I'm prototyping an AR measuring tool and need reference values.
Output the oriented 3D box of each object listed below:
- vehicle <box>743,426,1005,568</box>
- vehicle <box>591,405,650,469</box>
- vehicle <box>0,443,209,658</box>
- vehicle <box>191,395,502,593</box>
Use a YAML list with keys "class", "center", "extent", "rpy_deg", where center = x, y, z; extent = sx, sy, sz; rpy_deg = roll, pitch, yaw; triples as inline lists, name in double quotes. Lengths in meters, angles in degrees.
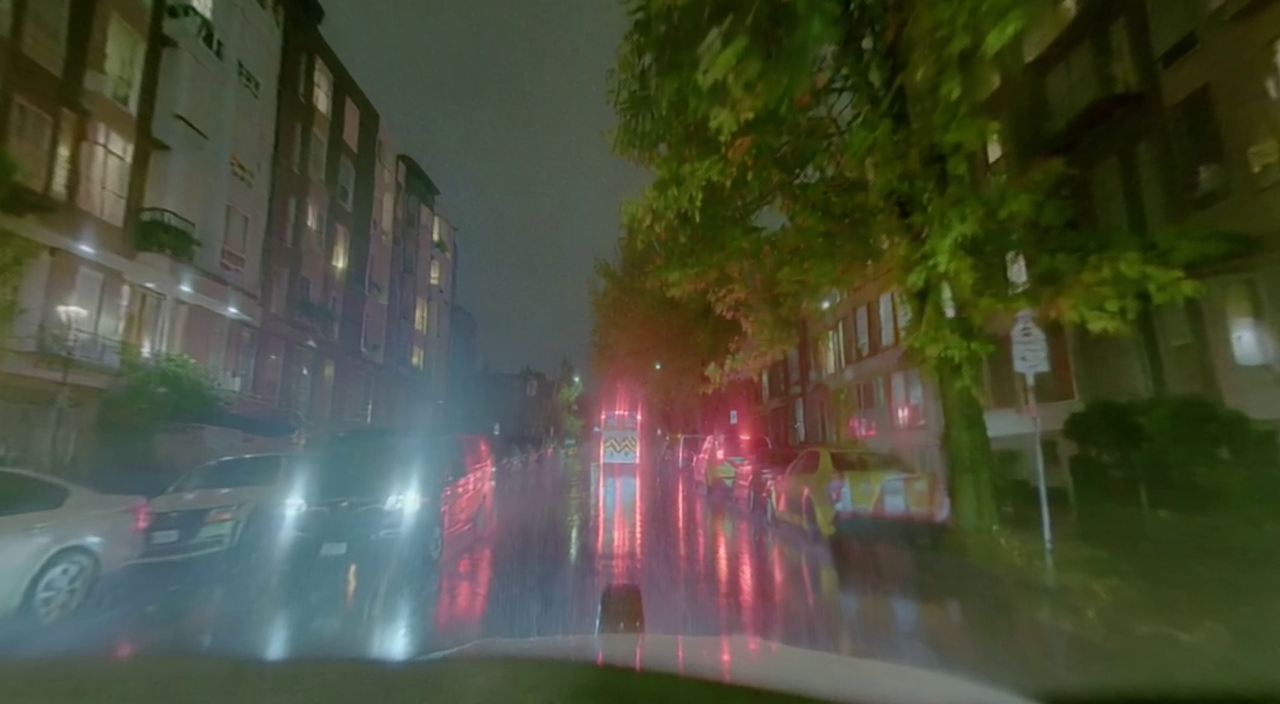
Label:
- class: "vehicle"
  center: [3.037, 1.978, 9.425]
  extent: [2.035, 1.549, 4.373]
  rpy_deg: [2, -8, -3]
- class: "vehicle"
  center: [-1.082, 4.575, 33.688]
  extent: [2.754, 3.008, 7.730]
  rpy_deg: [0, -8, -2]
- class: "vehicle"
  center: [-5.445, 1.336, 4.103]
  extent: [2.047, 1.471, 4.647]
  rpy_deg: [0, -8, -1]
- class: "vehicle"
  center: [-3.215, 1.630, 8.111]
  extent: [2.029, 1.802, 4.229]
  rpy_deg: [-1, -8, -1]
